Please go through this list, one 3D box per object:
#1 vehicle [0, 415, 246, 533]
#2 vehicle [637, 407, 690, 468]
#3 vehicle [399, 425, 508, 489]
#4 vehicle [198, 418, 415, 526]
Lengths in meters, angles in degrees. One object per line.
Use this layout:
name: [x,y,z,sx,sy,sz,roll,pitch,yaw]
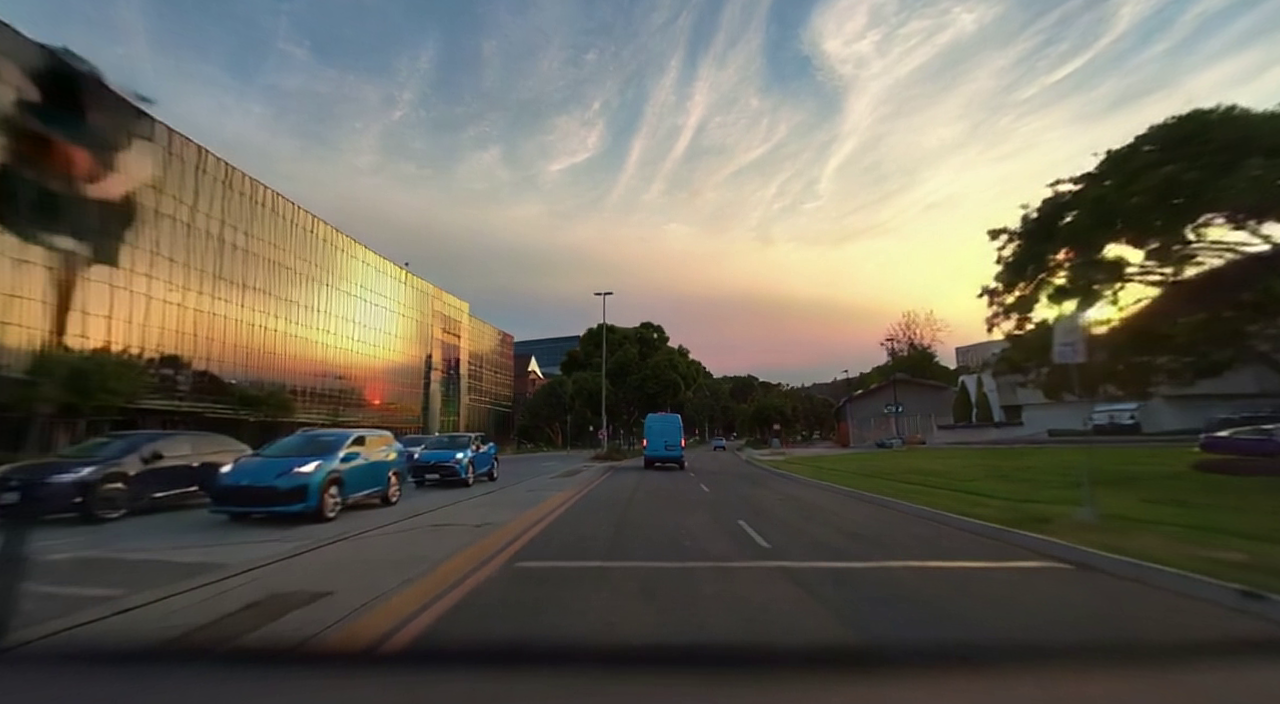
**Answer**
vehicle: [-9.207,2.024,10.831,1.891,1.575,4.559,-2,-9,1]
vehicle: [1.313,4.330,32.003,2.435,2.816,5.232,-1,-8,5]
vehicle: [-5.458,3.149,19.065,1.935,1.633,4.247,-2,-9,1]
vehicle: [-5.692,2.091,11.351,1.893,1.587,3.595,-1,-9,0]
